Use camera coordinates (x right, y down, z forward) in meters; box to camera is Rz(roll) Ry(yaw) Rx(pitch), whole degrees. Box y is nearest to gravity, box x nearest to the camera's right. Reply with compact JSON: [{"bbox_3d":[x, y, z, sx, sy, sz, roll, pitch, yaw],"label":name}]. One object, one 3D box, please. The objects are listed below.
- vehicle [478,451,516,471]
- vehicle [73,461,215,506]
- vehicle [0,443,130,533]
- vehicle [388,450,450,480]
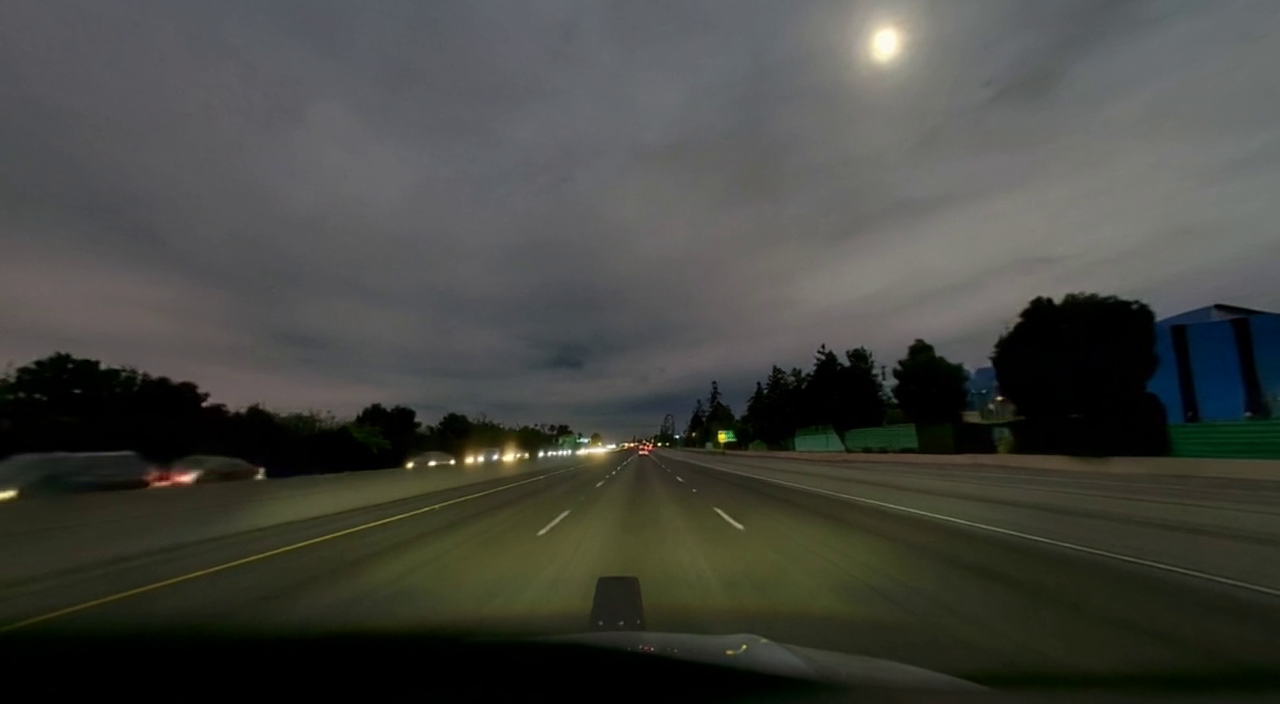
[{"bbox_3d":[-11.039,8.386,48.751,1.902,1.426,4.345,0,-9,0],"label":"vehicle"},{"bbox_3d":[-20.032,5.284,25.774,1.855,1.575,4.800,0,-9,0],"label":"vehicle"},{"bbox_3d":[-11.439,2.261,10.522,1.974,1.445,4.605,0,-9,0],"label":"vehicle"},{"bbox_3d":[-11.937,6.137,34.382,1.863,1.492,4.026,0,-9,1],"label":"vehicle"}]
